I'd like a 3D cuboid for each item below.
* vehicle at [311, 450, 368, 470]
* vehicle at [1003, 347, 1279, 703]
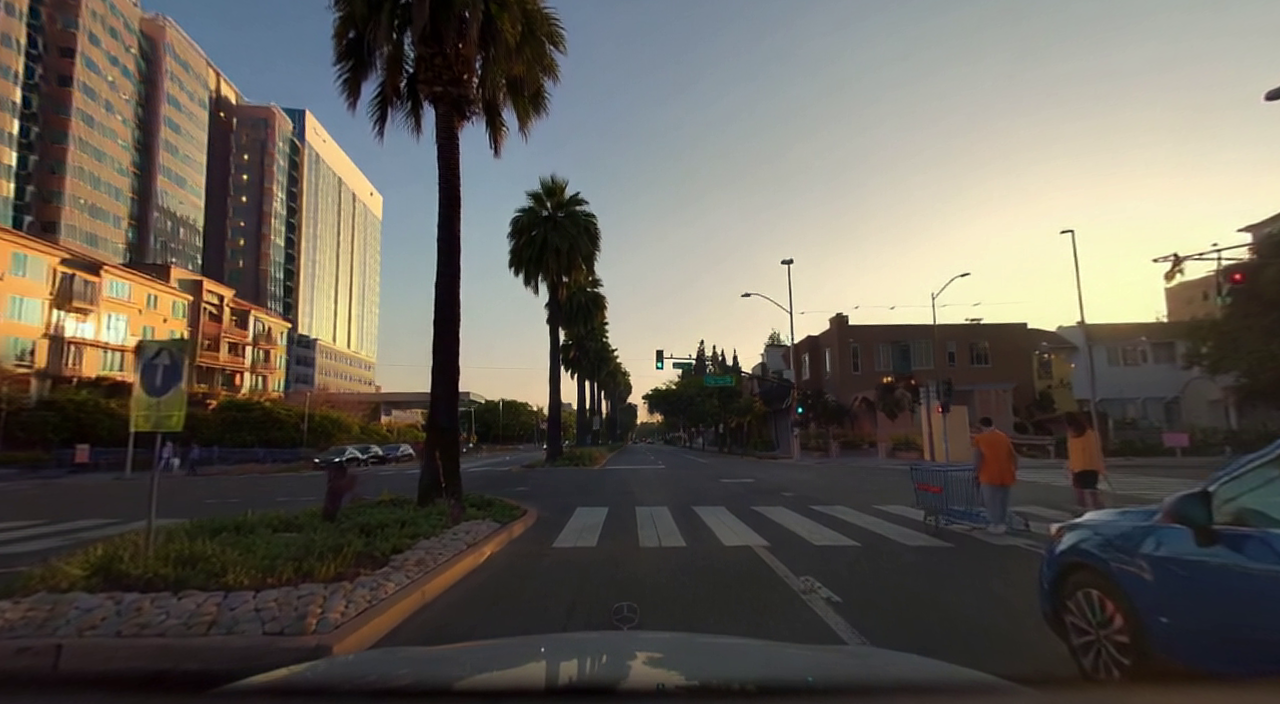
[{"bbox_3d":[-23.646,8.486,49.922,1.955,1.480,5.163,0,-9,1],"label":"vehicle"},{"bbox_3d":[3.332,0.732,1.807,2.060,1.631,4.169,0,-8,0],"label":"vehicle"}]
